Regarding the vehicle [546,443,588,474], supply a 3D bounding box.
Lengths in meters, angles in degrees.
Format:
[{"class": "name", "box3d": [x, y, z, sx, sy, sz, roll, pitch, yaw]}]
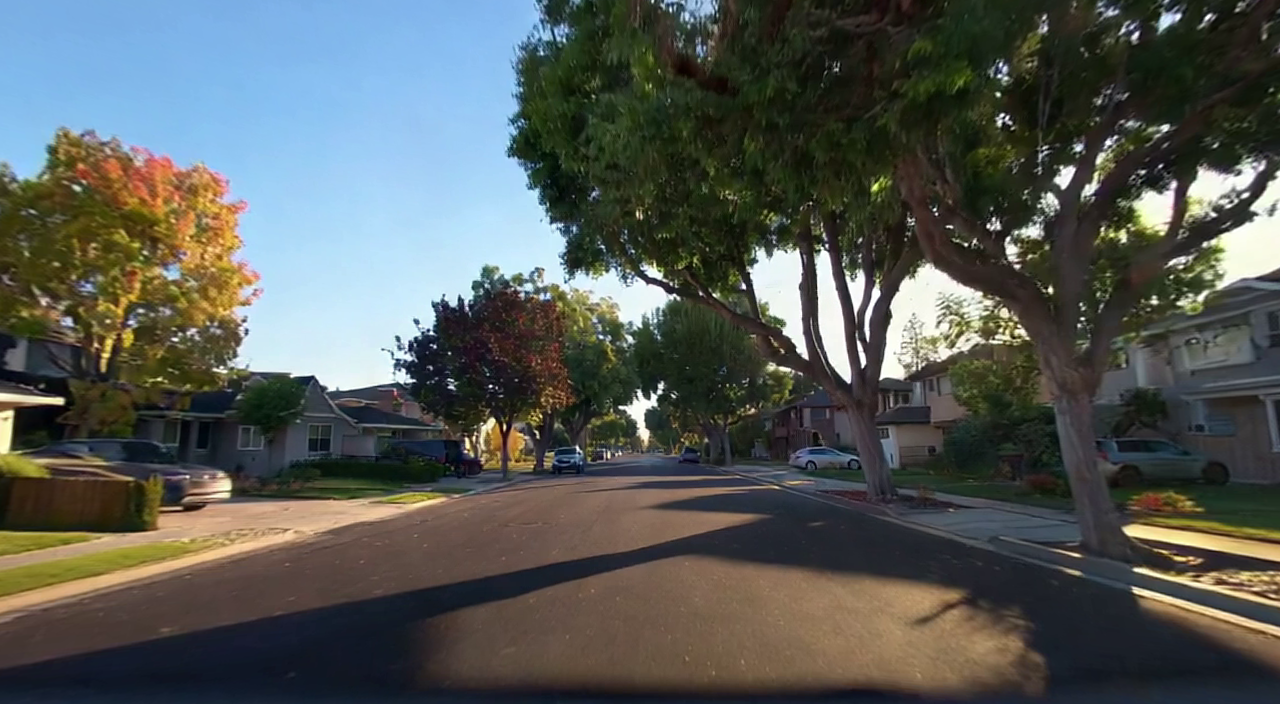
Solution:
[{"class": "vehicle", "box3d": [-4.817, 7.119, 42.481, 2.341, 1.942, 5.044, -1, -9, -2]}]

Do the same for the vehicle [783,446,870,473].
[{"class": "vehicle", "box3d": [10.936, 6.321, 37.242, 4.497, 1.564, 1.948, 0, -8, 0]}]

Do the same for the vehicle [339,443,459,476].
[{"class": "vehicle", "box3d": [-11.750, 5.258, 31.076, 5.040, 1.541, 2.042, 0, -9, 1]}]

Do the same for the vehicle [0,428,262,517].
[{"class": "vehicle", "box3d": [-11.202, 2.616, 14.042, 4.425, 1.766, 1.963, -1, -9, 8]}]
